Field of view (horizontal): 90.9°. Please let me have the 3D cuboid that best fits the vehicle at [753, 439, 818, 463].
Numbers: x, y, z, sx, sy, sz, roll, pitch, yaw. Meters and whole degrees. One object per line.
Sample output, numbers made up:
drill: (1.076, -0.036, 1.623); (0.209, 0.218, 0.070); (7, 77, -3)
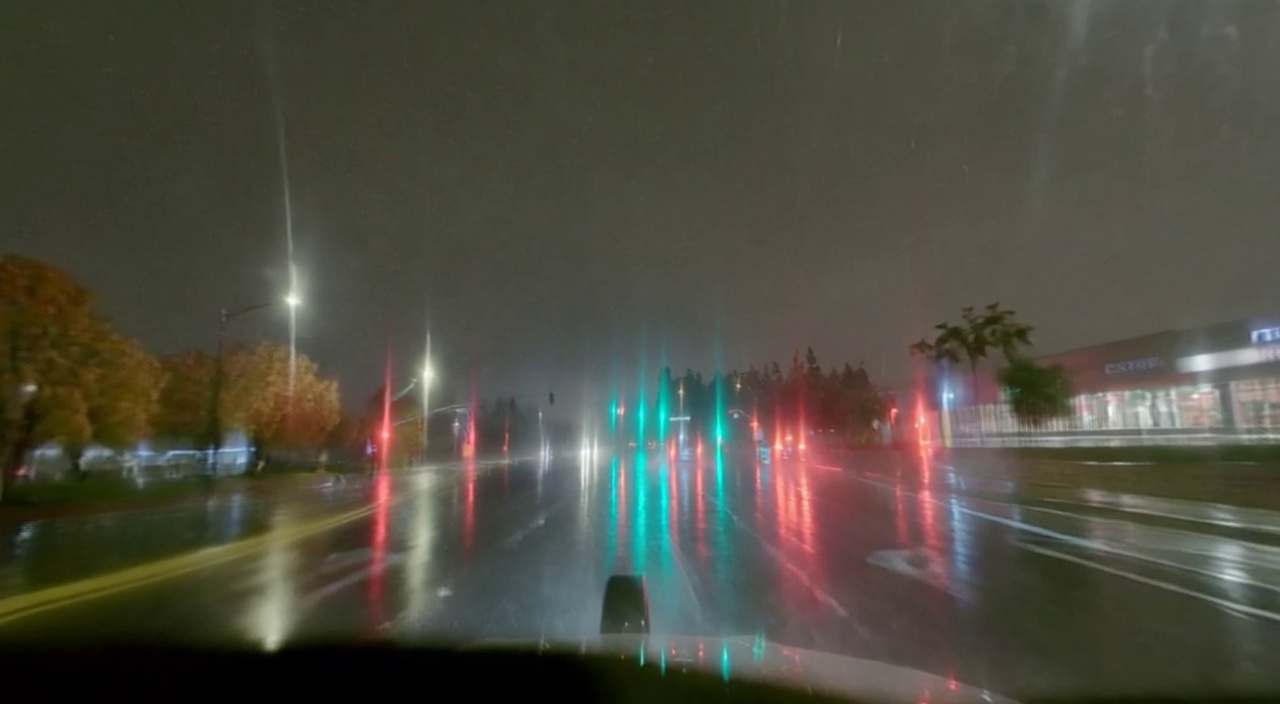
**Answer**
vehicle: (9.945, 6.793, 43.374); (4.007, 1.591, 1.915); (-1, -8, 3)
